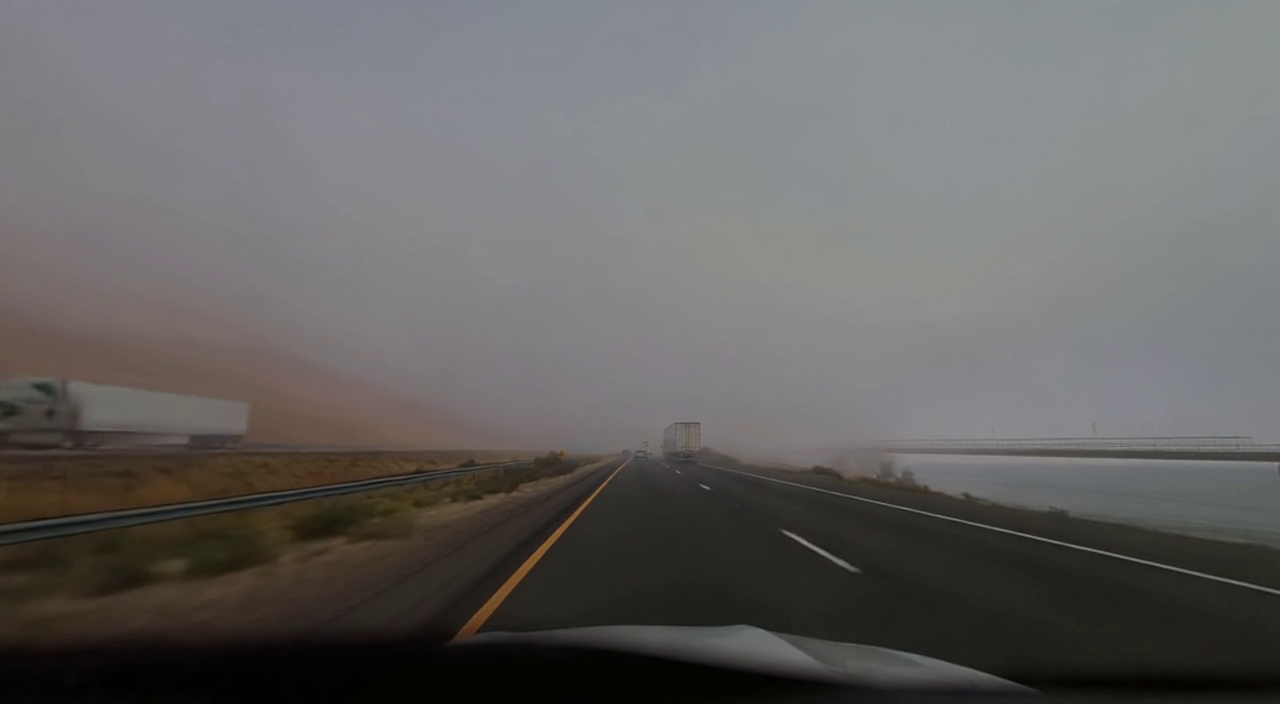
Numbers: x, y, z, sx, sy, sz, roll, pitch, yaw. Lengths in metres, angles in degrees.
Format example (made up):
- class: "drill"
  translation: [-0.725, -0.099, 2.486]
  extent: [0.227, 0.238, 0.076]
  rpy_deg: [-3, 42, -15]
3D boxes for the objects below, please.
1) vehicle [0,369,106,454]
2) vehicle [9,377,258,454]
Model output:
- class: "vehicle"
  translation: [-32.230, 3.235, 32.751]
  extent: [2.909, 4.035, 6.523]
  rpy_deg: [0, -9, 0]
- class: "vehicle"
  translation: [-32.234, 4.688, 42.111]
  extent: [3.149, 4.177, 16.156]
  rpy_deg: [1, -9, 1]
